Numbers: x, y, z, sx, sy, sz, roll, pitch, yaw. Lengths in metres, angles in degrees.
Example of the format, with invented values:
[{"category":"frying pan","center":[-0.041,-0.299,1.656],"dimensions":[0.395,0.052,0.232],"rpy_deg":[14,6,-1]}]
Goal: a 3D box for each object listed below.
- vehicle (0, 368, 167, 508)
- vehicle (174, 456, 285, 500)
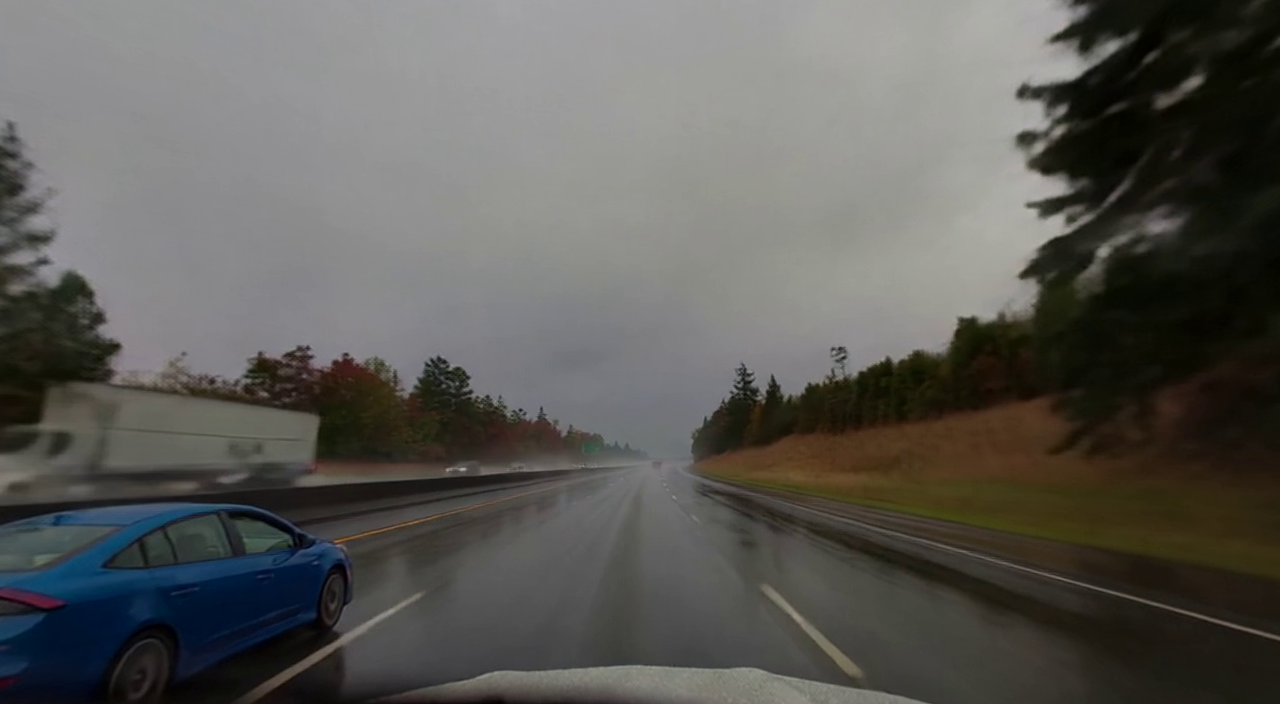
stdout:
[{"category":"vehicle","center":[-19.689,2.954,20.903],"dimensions":[2.984,3.962,5.856],"rpy_deg":[1,-11,1]},{"category":"vehicle","center":[-15.480,4.769,24.038],"dimensions":[1.690,1.505,3.744],"rpy_deg":[1,-11,-1]}]
